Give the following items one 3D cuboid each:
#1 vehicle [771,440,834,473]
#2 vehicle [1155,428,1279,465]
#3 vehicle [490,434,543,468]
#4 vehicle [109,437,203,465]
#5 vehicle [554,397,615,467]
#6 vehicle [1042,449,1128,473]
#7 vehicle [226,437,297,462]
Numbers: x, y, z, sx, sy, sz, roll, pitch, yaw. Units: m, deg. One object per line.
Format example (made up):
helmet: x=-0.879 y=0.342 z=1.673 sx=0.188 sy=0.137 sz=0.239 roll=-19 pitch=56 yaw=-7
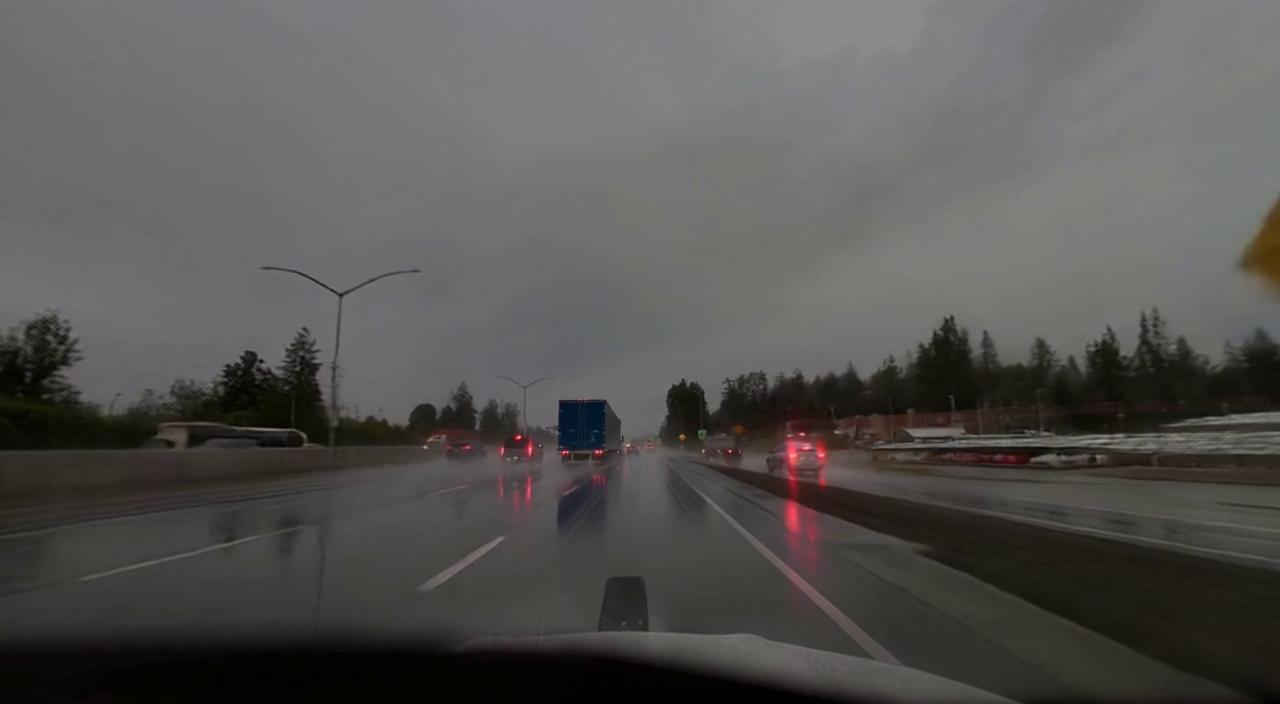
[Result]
vehicle: x=9.025 y=5.831 z=35.366 sx=2.083 sy=1.706 sz=4.129 roll=0 pitch=-8 yaw=-5
vehicle: x=28.313 y=4.629 z=30.822 sx=4.586 sy=1.710 sz=1.944 roll=0 pitch=-8 yaw=-2
vehicle: x=-6.992 y=5.641 z=36.139 sx=2.058 sy=1.840 sz=4.443 roll=-1 pitch=-8 yaw=1
vehicle: x=-29.205 y=6.002 z=38.266 sx=1.966 sy=1.558 sz=4.687 roll=0 pitch=-8 yaw=1
vehicle: x=-3.431 y=5.547 z=42.894 sx=2.905 sy=4.037 sz=12.921 roll=0 pitch=-8 yaw=0
vehicle: x=29.107 y=7.124 z=41.305 sx=4.154 sy=1.498 sz=1.891 roll=0 pitch=-8 yaw=-2
vehicle: x=-25.360 y=6.564 z=42.493 sx=1.948 sy=1.543 sz=4.507 roll=0 pitch=-8 yaw=1
